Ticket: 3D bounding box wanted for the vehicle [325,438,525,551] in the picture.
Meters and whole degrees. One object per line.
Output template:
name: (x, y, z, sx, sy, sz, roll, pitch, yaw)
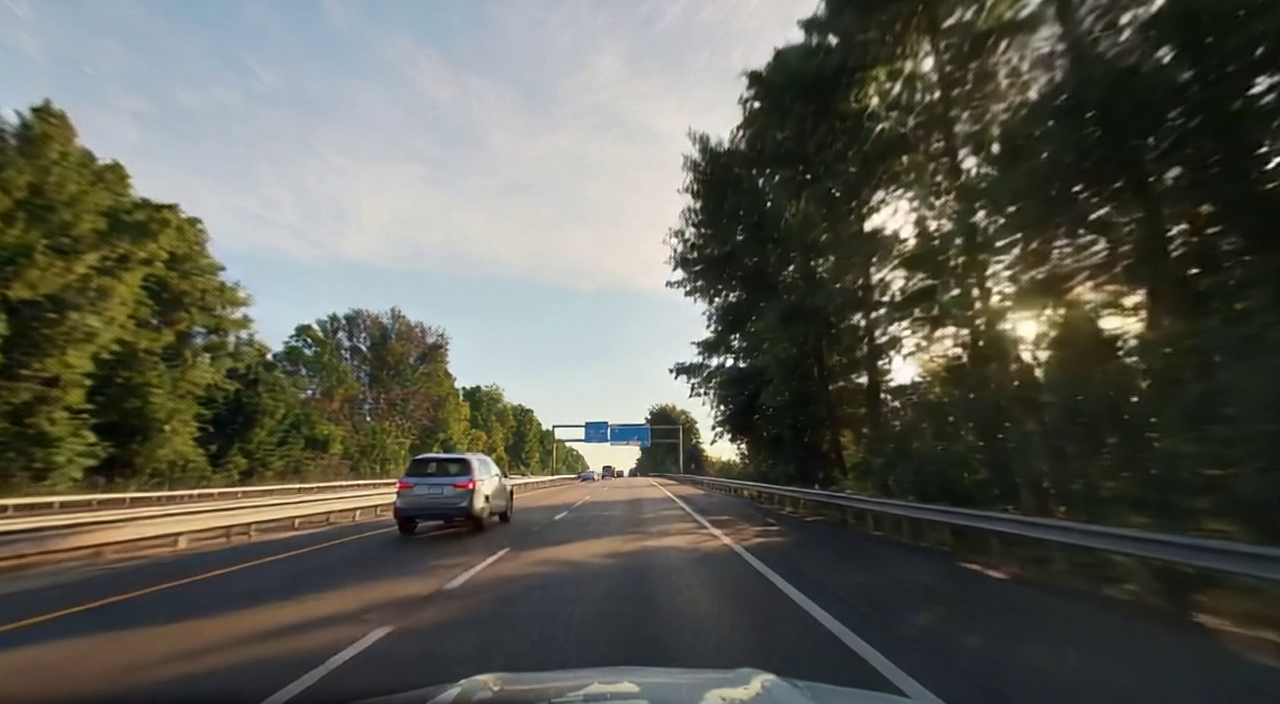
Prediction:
vehicle: (-3.689, 2.601, 11.922, 2.107, 1.668, 4.554, 1, -11, 1)
